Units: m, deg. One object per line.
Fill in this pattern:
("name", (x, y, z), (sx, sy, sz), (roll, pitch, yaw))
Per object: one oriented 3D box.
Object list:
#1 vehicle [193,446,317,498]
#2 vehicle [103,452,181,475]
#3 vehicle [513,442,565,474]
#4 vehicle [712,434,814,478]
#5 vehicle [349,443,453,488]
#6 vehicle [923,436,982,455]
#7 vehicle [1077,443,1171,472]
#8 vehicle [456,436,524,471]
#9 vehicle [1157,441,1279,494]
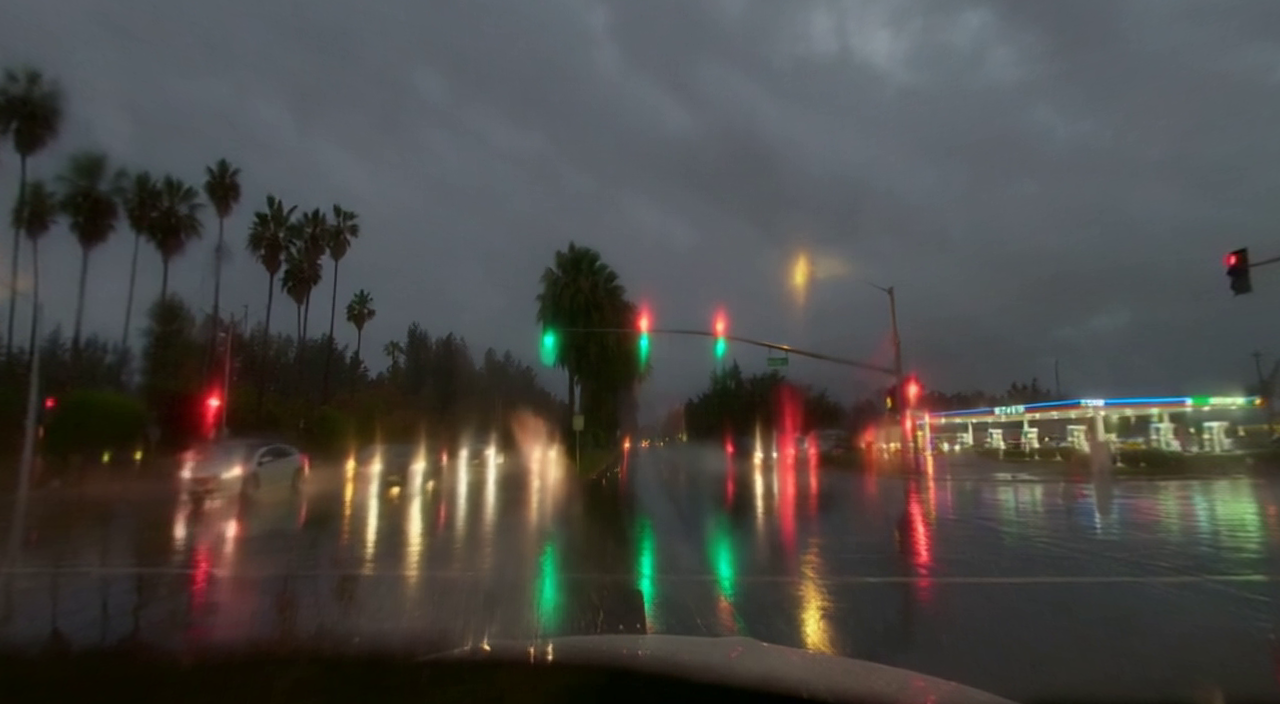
("vehicle", (-11.920, 3.700, 19.843), (1.633, 1.460, 3.540), (0, -9, 0))
("vehicle", (-35.231, 7.866, 44.852), (1.886, 1.523, 4.581), (0, -9, -1))
("vehicle", (-5.045, 5.357, 32.186), (2.079, 1.490, 5.064), (0, -9, -3))
("vehicle", (5.430, 4.520, 27.565), (1.929, 1.719, 4.892), (-8, -12, 44))
("vehicle", (-8.747, 4.187, 23.628), (2.034, 1.510, 4.647), (0, -9, 1))
("vehicle", (22.544, 6.762, 45.658), (3.356, 1.395, 1.559), (0, -9, -1))
("vehicle", (24.265, 5.297, 31.736), (3.474, 1.376, 1.538), (0, -9, -2))
("vehicle", (-8.721, 5.979, 37.426), (2.609, 1.865, 5.875), (0, -9, 0))
("vehicle", (18.720, 3.407, 18.822), (5.015, 1.446, 1.862), (0, -9, -2))
